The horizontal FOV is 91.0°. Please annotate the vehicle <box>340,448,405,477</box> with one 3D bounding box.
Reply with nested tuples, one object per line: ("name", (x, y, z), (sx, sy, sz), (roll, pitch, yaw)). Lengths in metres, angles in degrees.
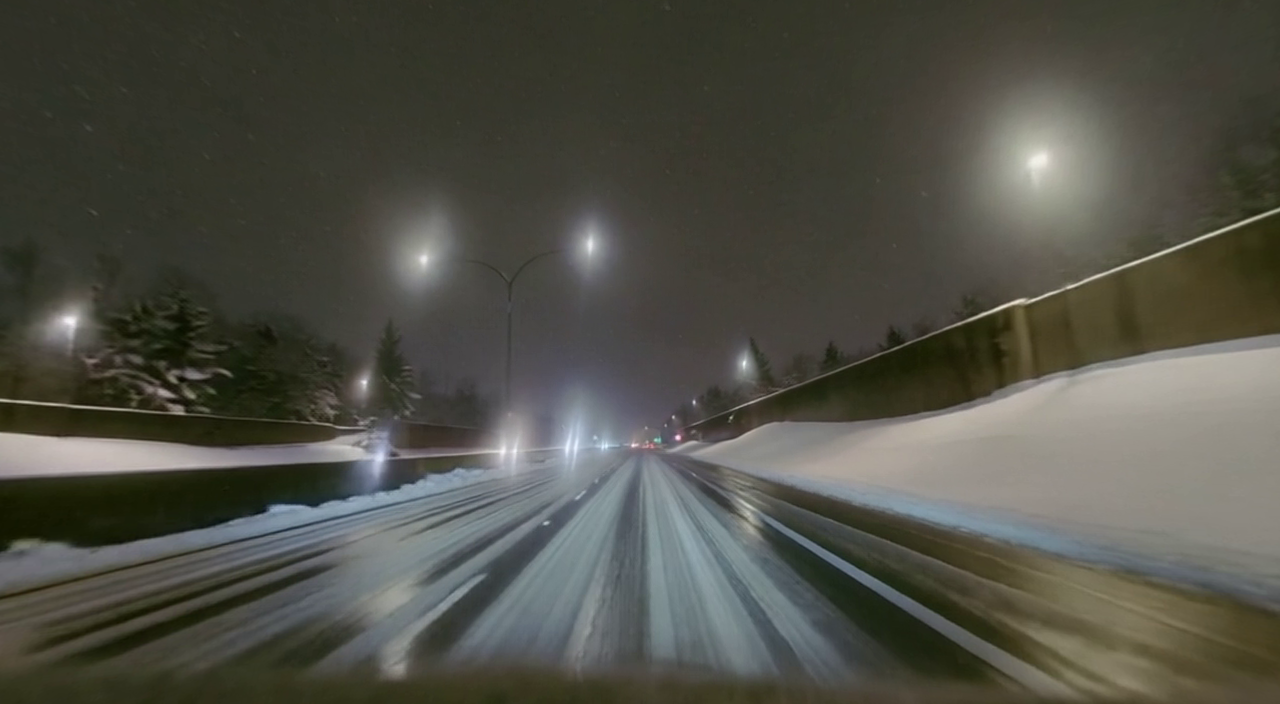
("vehicle", (-15.375, 6.334, 36.354), (1.830, 1.492, 4.277), (0, -8, 1))
